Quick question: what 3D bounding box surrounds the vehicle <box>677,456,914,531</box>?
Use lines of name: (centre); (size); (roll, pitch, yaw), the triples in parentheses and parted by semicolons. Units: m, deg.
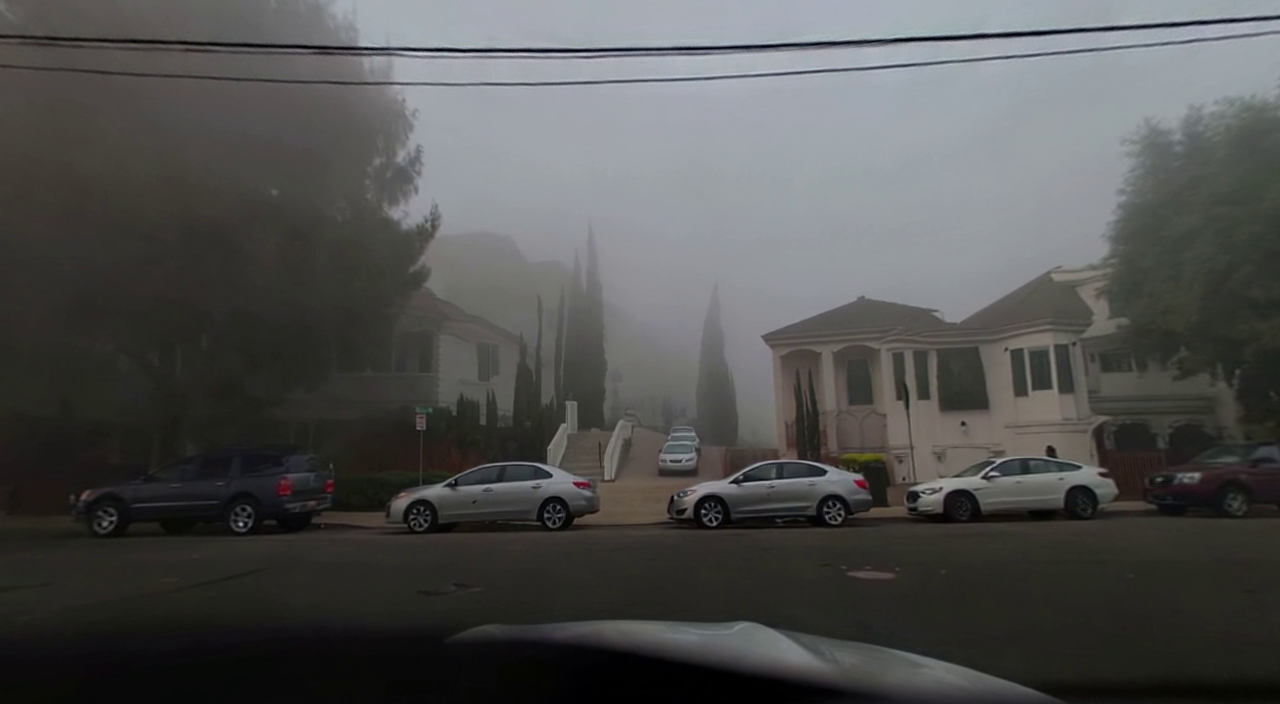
vehicle: (3.197, 3.028, 13.699); (4.663, 1.452, 1.801); (0, -8, 0)

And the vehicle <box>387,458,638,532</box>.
vehicle: (-2.594, 3.077, 13.788); (5.075, 1.436, 1.863); (0, -8, 0)

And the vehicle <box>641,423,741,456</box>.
vehicle: (2.369, 4.183, 30.033); (4.565, 1.479, 1.775); (0, -8, -2)

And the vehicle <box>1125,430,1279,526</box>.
vehicle: (14.508, 2.834, 14.567); (4.513, 1.970, 2.512); (1, -8, -4)

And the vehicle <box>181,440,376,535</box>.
vehicle: (-8.621, 3.212, 15.649); (2.046, 1.969, 4.585); (0, -9, 1)

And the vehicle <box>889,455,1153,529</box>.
vehicle: (8.337, 3.055, 14.049); (4.785, 1.471, 1.798); (1, -8, -4)

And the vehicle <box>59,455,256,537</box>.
vehicle: (-11.612, 3.425, 15.572); (1.827, 1.648, 4.030); (0, -9, -4)
